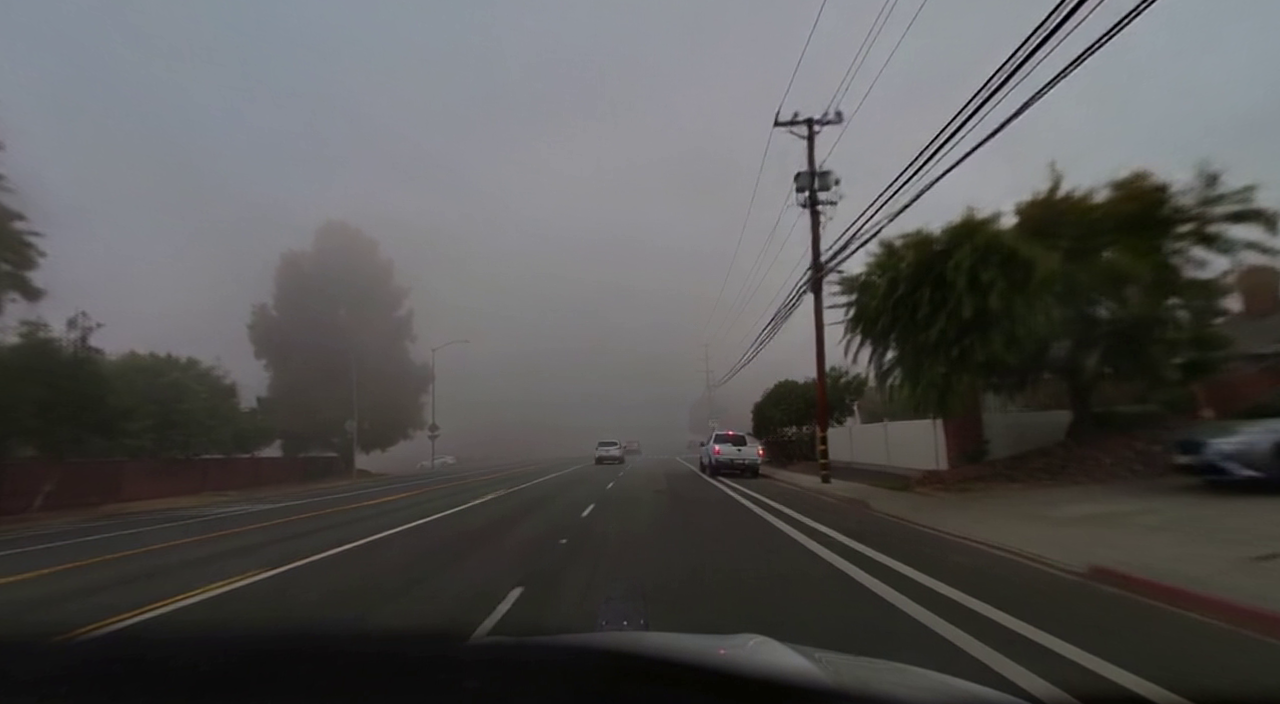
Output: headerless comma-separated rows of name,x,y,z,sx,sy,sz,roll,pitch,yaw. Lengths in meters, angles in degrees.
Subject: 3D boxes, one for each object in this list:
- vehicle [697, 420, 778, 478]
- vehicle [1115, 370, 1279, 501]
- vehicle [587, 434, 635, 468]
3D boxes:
vehicle,4.080,4.234,27.564,2.622,2.137,6.267,1,-9,1
vehicle,11.226,1.119,10.250,5.042,1.803,2.134,-7,-9,0
vehicle,-1.606,5.748,36.716,2.327,1.861,4.941,-1,-9,2
